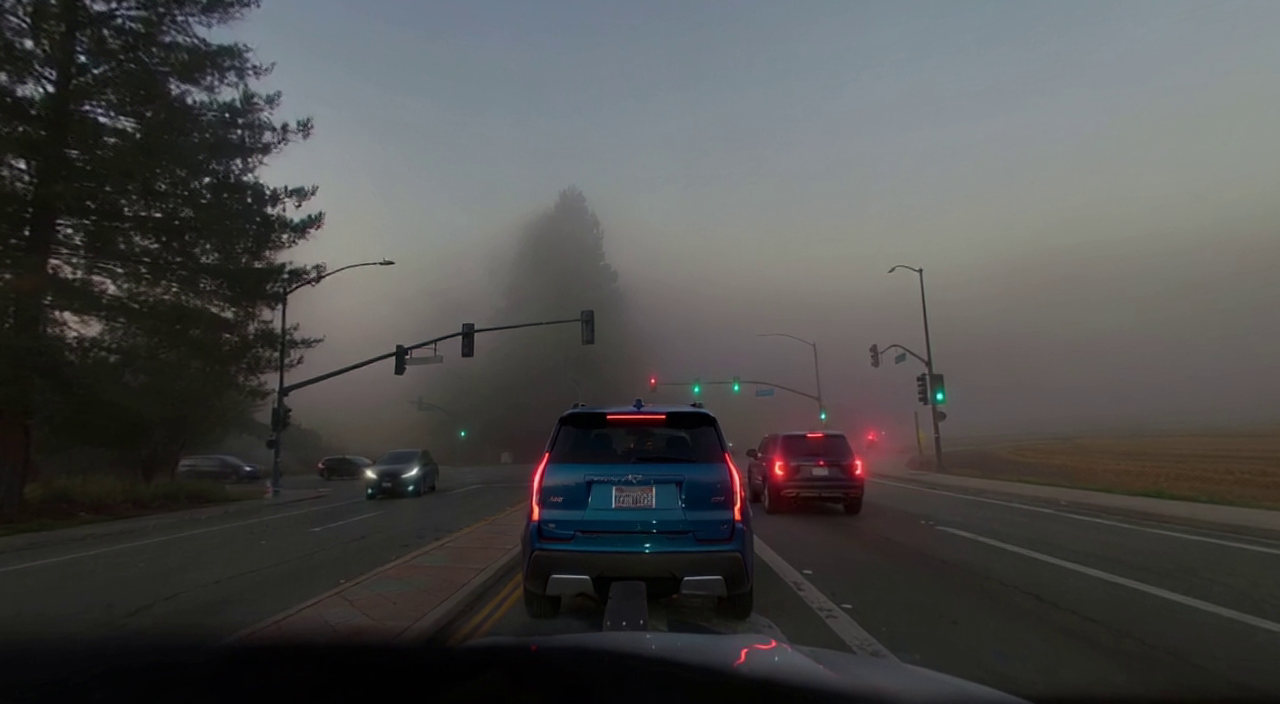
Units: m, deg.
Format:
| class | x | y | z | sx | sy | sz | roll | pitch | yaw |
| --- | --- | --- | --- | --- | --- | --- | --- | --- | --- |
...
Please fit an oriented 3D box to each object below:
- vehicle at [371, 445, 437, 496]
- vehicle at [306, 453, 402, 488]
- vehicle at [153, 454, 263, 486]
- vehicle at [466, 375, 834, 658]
| class | x | y | z | sx | sy | sz | roll | pitch | yaw |
| --- | --- | --- | --- | --- | --- | --- | --- | --- | --- |
| vehicle | -8.717 | 4.327 | 23.558 | 2.026 | 1.680 | 4.608 | 3 | -9 | -18 |
| vehicle | -13.696 | 5.603 | 30.097 | 4.559 | 1.458 | 2.265 | -7 | -11 | 38 |
| vehicle | -23.990 | 6.555 | 35.131 | 4.605 | 1.626 | 2.251 | -1 | -8 | 6 |
| vehicle | 0.062 | 1.334 | 6.112 | 2.298 | 1.770 | 4.138 | 0 | -8 | 0 |
